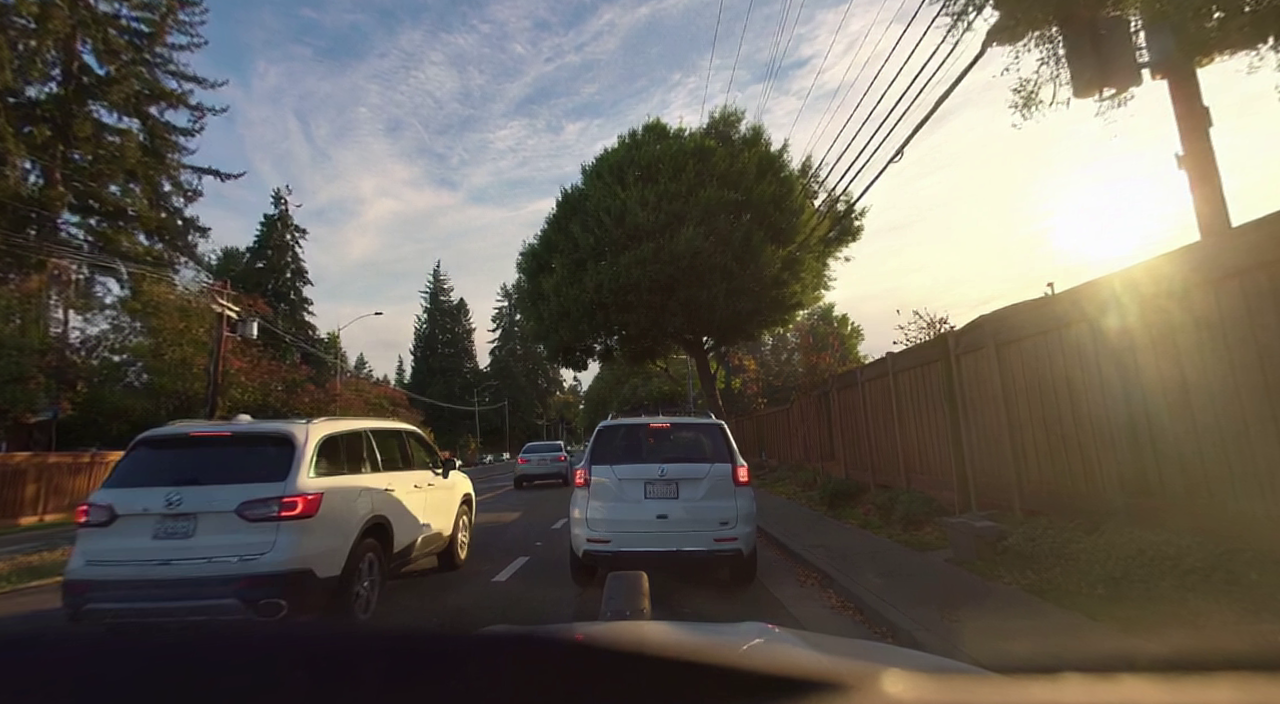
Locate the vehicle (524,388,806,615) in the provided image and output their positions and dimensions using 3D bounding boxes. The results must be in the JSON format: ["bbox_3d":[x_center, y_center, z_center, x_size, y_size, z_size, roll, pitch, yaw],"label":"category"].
[{"bbox_3d":[0.181,1.467,7.028,2.174,1.749,4.113,0,-9,0],"label":"vehicle"}]

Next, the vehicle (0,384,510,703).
[{"bbox_3d":[-2.779,1.334,5.485,2.176,1.653,4.666,0,-9,2],"label":"vehicle"}]
